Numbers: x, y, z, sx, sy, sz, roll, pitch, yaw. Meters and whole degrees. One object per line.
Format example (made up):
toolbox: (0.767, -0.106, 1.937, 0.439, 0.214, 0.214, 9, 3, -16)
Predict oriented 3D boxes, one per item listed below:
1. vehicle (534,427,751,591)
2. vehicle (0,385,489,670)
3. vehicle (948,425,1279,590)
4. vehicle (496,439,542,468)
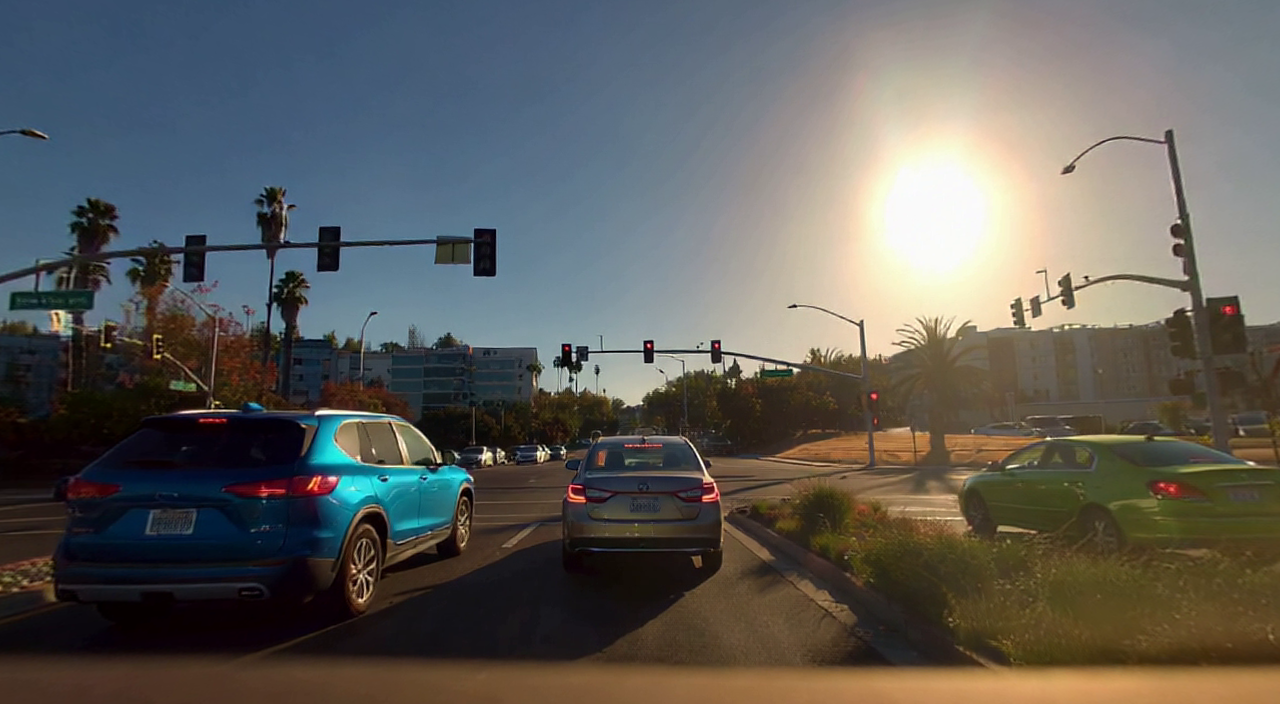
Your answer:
vehicle: (-0.006, 1.707, 7.725, 1.942, 1.445, 3.973, 0, -8, -1)
vehicle: (-3.106, 1.370, 6.079, 2.051, 1.682, 4.467, 0, -8, 2)
vehicle: (6.084, 1.763, 8.106, 1.970, 1.489, 4.482, 0, -8, -1)
vehicle: (-7.951, 6.708, 42.020, 2.130, 1.810, 4.450, -2, -8, 1)
